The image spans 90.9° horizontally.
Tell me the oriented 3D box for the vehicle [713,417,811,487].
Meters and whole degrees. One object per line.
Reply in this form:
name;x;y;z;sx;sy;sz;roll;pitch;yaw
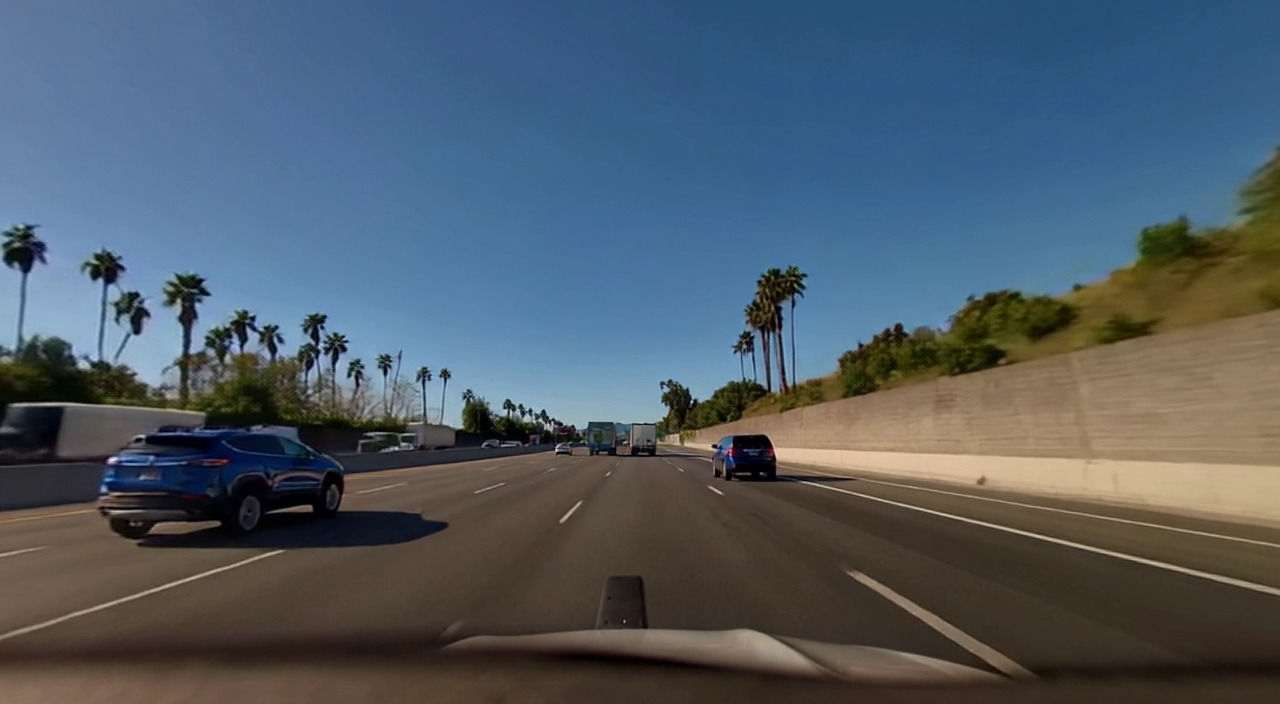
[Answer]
vehicle;4.148;3.536;22.543;2.408;2.210;4.999;0;-8;-1

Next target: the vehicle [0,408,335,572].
vehicle;-6.911;1.860;9.375;2.289;1.774;4.871;0;-8;0
